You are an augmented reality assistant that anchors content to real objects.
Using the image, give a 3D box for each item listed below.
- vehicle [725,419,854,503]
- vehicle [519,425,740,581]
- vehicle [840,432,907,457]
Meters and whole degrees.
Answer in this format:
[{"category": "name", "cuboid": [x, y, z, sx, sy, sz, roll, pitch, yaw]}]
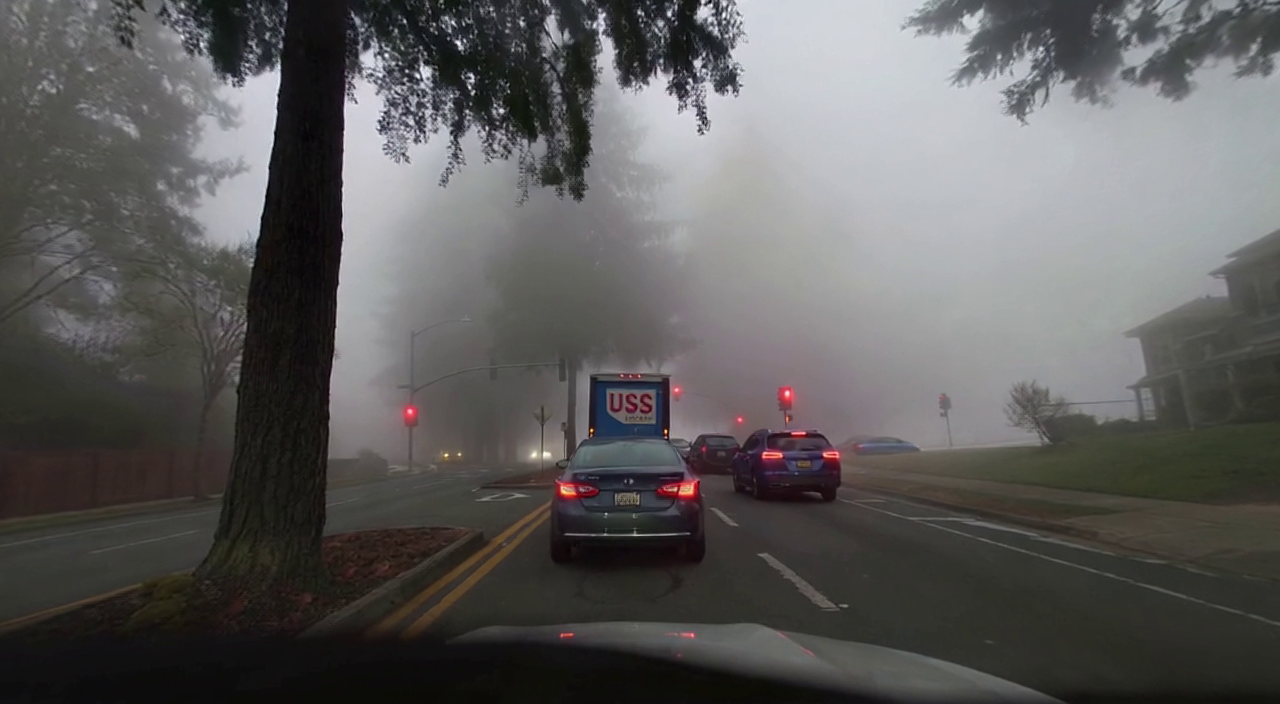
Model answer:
[{"category": "vehicle", "cuboid": [3.625, 2.747, 16.311, 2.145, 1.847, 4.524, 0, -8, -1]}, {"category": "vehicle", "cuboid": [-0.149, 1.775, 8.291, 2.135, 1.483, 4.207, 0, -8, -1]}, {"category": "vehicle", "cuboid": [16.704, 6.627, 45.252, 4.033, 1.778, 2.015, 2, -9, -15]}]
